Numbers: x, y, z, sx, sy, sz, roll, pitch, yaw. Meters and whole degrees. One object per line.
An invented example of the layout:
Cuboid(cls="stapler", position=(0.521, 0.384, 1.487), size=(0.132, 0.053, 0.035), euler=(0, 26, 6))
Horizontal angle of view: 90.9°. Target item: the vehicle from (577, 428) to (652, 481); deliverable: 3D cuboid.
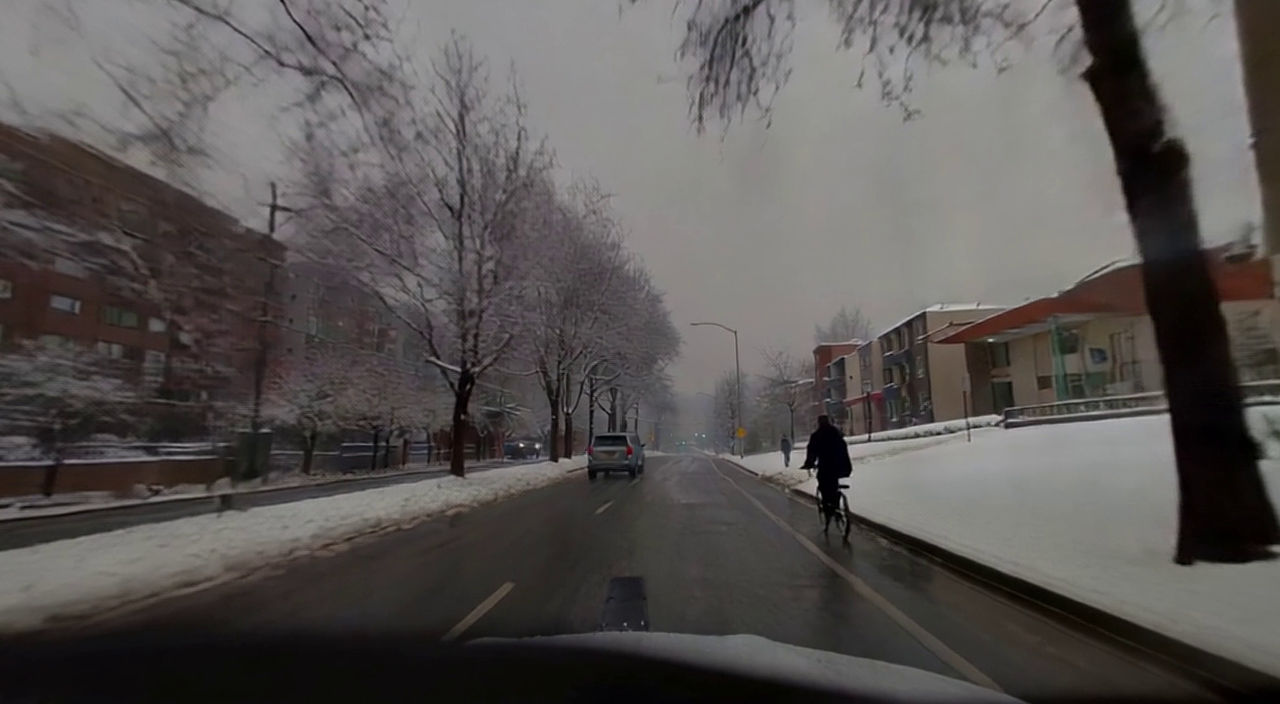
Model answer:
Cuboid(cls="vehicle", position=(-0.866, 3.997, 24.959), size=(2.294, 1.859, 5.127), euler=(-1, -8, 5))
